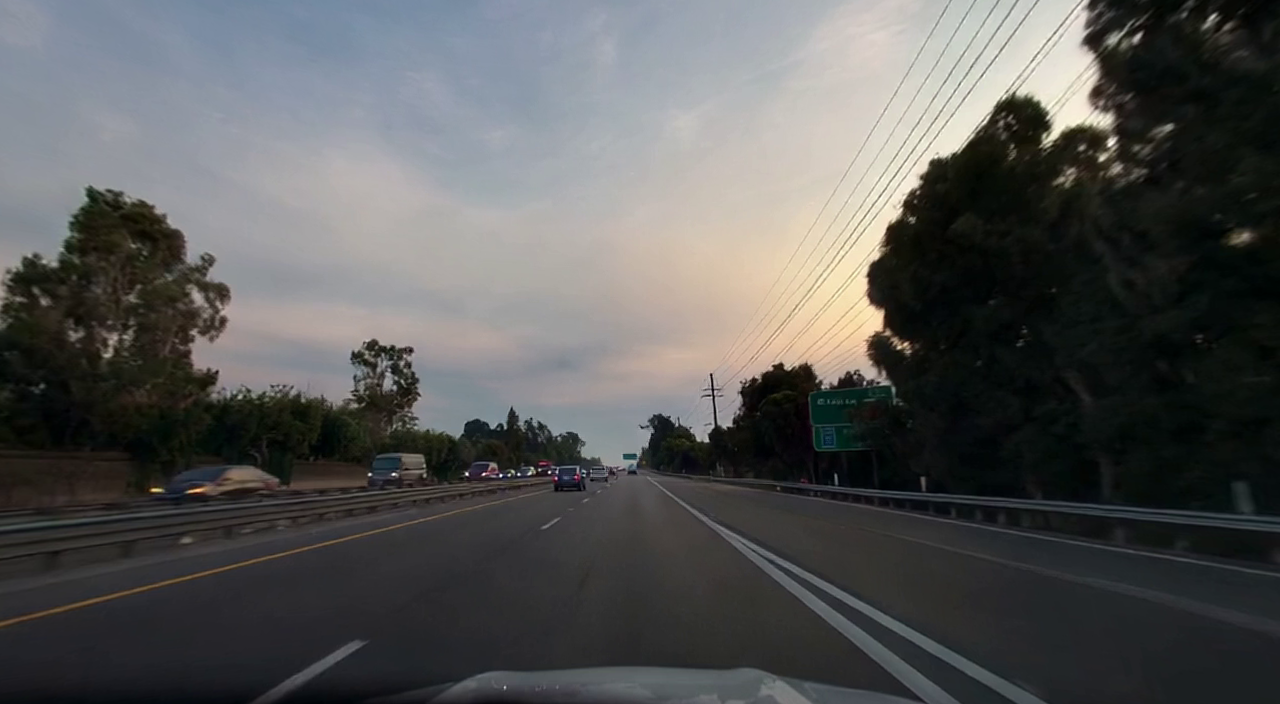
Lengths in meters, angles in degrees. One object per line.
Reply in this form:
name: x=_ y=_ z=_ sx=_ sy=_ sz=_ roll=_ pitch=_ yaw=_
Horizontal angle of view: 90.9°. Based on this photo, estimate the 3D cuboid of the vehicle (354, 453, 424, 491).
vehicle: x=-17.753 y=8.545 z=45.006 sx=2.308 sy=2.461 sz=6.231 roll=1 pitch=-10 yaw=0

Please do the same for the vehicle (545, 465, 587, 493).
vehicle: x=-4.308 y=7.475 z=37.186 sx=1.963 sy=1.501 sz=4.227 roll=1 pitch=-10 yaw=0

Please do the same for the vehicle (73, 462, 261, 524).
vehicle: x=-13.015 y=3.895 z=17.786 sx=1.853 sy=1.481 sz=4.394 roll=1 pitch=-10 yaw=0
